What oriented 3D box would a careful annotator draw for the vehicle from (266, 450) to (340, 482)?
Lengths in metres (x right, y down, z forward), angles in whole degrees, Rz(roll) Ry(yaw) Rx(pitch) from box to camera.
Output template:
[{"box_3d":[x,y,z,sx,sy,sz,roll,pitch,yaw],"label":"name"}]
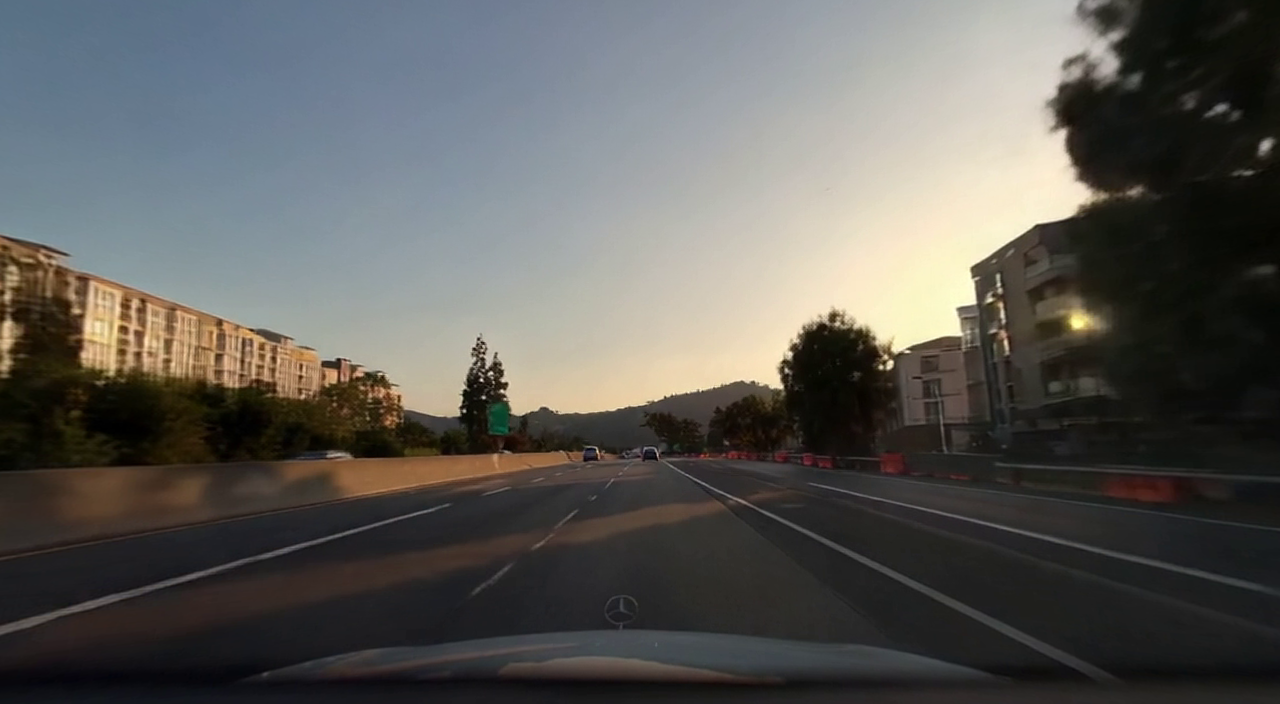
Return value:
[{"box_3d":[-19.305,6.517,36.305,1.743,1.657,4.388,0,-9,2],"label":"vehicle"}]
